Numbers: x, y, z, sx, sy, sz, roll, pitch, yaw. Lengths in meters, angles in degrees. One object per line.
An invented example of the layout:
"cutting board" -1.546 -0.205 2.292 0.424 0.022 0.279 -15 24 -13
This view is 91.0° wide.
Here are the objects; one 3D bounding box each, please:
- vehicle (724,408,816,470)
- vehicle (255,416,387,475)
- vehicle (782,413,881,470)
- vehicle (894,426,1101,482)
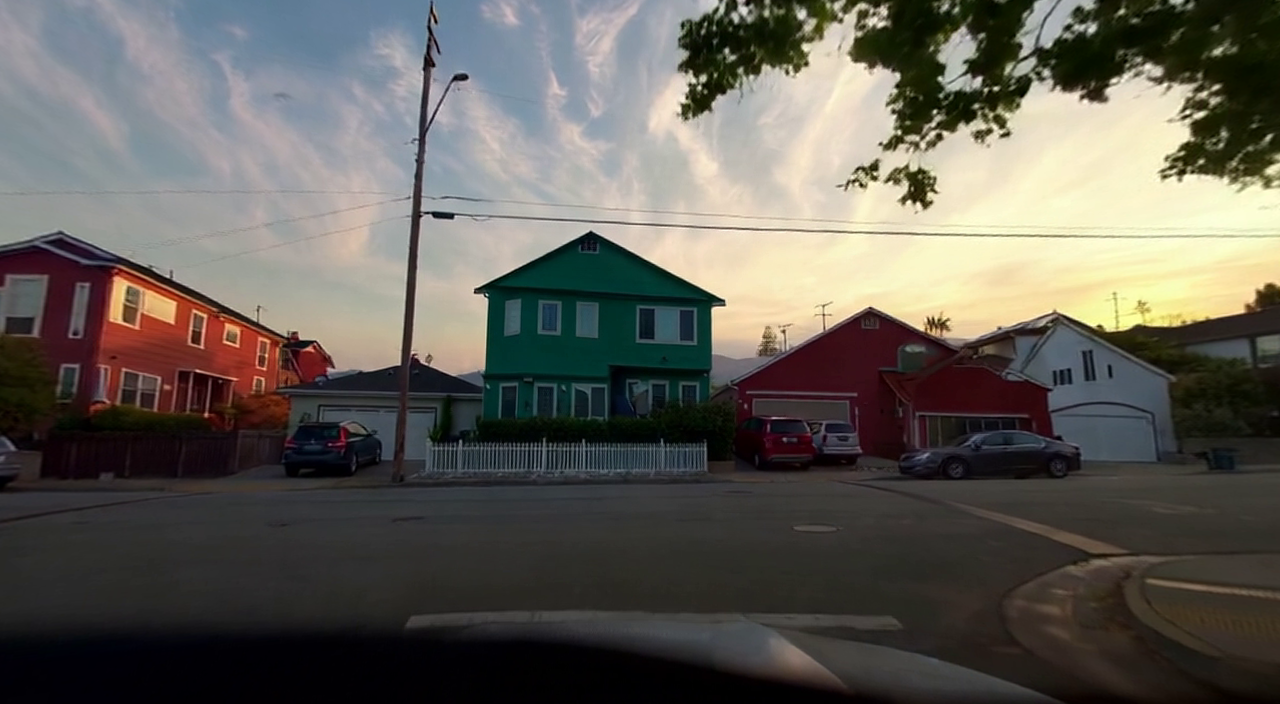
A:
"vehicle" 4.336 2.958 21.801 2.081 1.891 4.367 0 -6 -2
"vehicle" -10.483 3.154 21.184 2.091 1.760 4.760 0 -9 -2
"vehicle" 6.517 3.118 21.957 2.053 1.756 4.034 0 -8 -2
"vehicle" 10.009 2.902 17.929 4.644 1.482 1.997 0 -9 0
